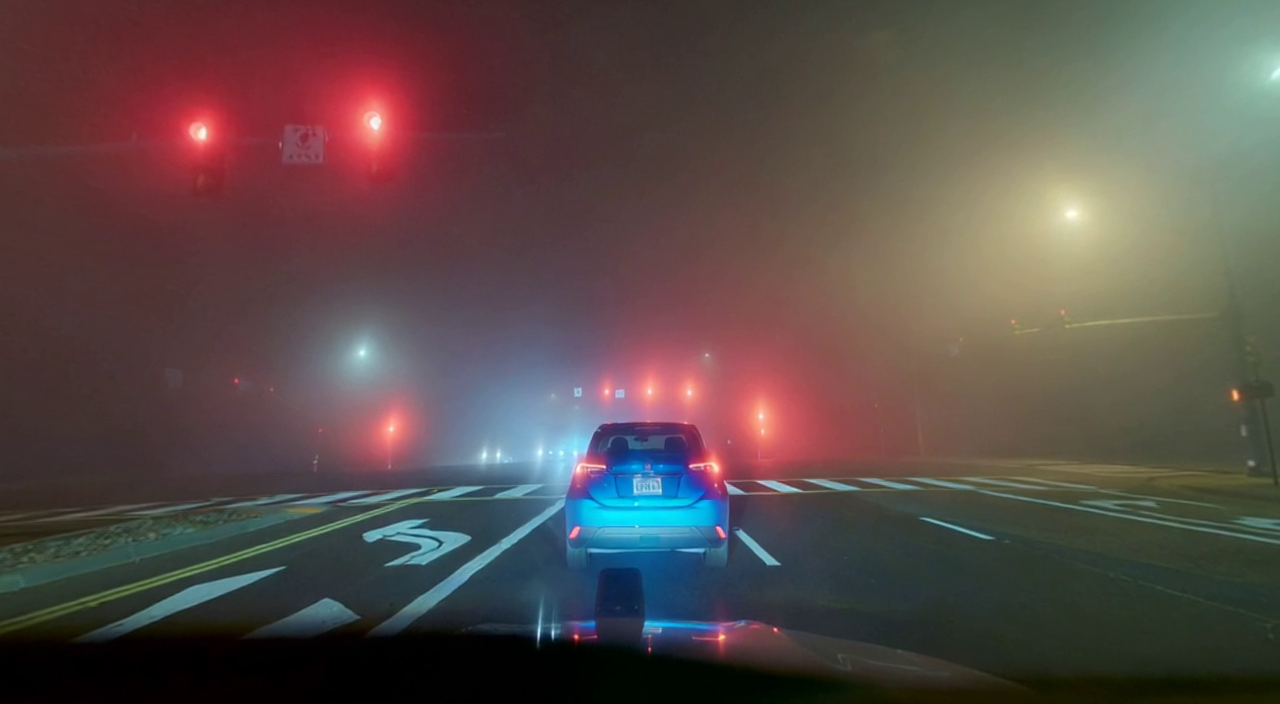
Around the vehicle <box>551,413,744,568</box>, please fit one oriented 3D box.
[{"bbox_3d":[0.045,1.755,8.708,2.027,1.626,3.942,0,-8,-1],"label":"vehicle"}]
